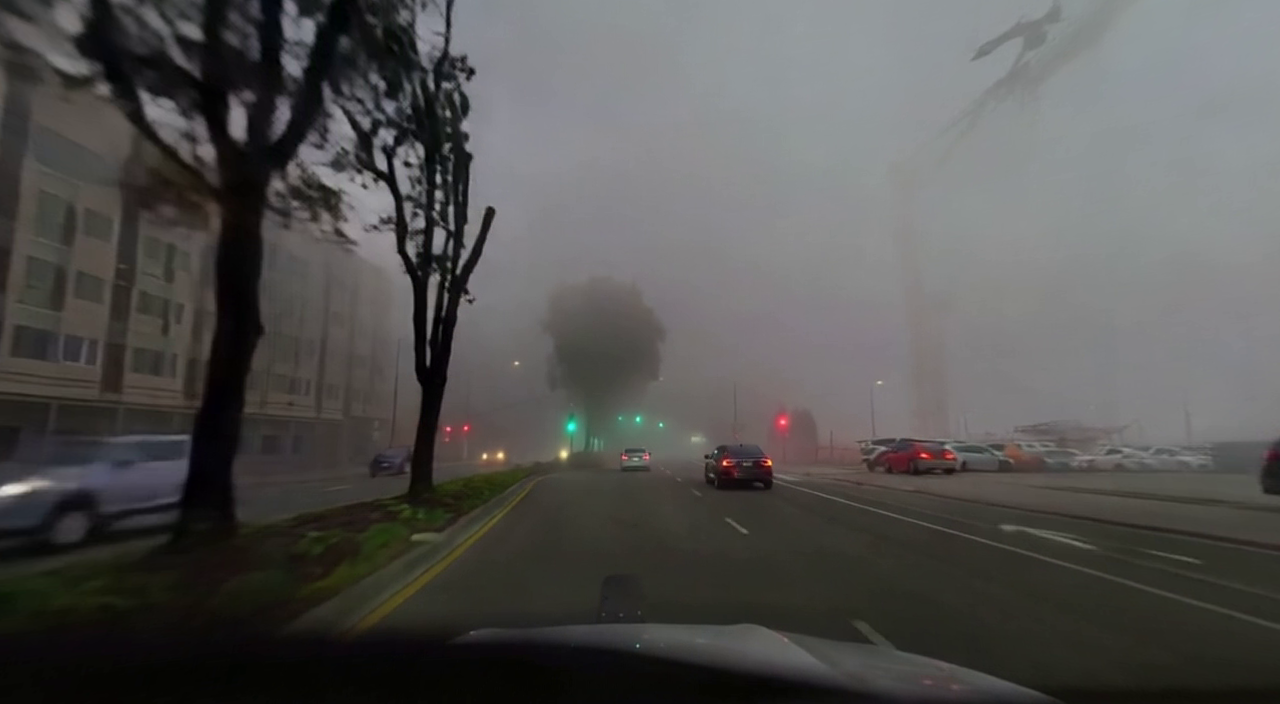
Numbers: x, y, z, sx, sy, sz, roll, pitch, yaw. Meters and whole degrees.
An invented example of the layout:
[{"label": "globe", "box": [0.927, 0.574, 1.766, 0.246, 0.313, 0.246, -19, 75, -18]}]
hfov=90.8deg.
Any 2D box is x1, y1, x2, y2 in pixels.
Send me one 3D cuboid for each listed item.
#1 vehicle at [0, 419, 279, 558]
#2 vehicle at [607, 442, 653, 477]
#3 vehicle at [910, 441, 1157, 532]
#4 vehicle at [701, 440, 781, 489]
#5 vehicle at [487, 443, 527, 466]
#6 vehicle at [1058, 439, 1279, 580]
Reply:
[{"label": "vehicle", "box": [-7.973, 1.955, 9.764, 2.072, 1.623, 4.564, 0, -9, 0]}, {"label": "vehicle", "box": [-0.463, 4.976, 29.467, 2.006, 1.487, 3.535, 0, -9, 0]}, {"label": "vehicle", "box": [7.445, 2.553, 12.677, 1.893, 1.455, 4.571, 0, -9, -2]}, {"label": "vehicle", "box": [3.270, 3.719, 21.255, 1.910, 1.474, 4.003, 0, -9, -1]}, {"label": "vehicle", "box": [-10.405, 8.054, 49.801, 1.973, 1.646, 4.427, -1, -9, 3]}, {"label": "vehicle", "box": [7.589, 1.796, 7.662, 1.883, 1.452, 4.598, 0, -9, 0]}]
